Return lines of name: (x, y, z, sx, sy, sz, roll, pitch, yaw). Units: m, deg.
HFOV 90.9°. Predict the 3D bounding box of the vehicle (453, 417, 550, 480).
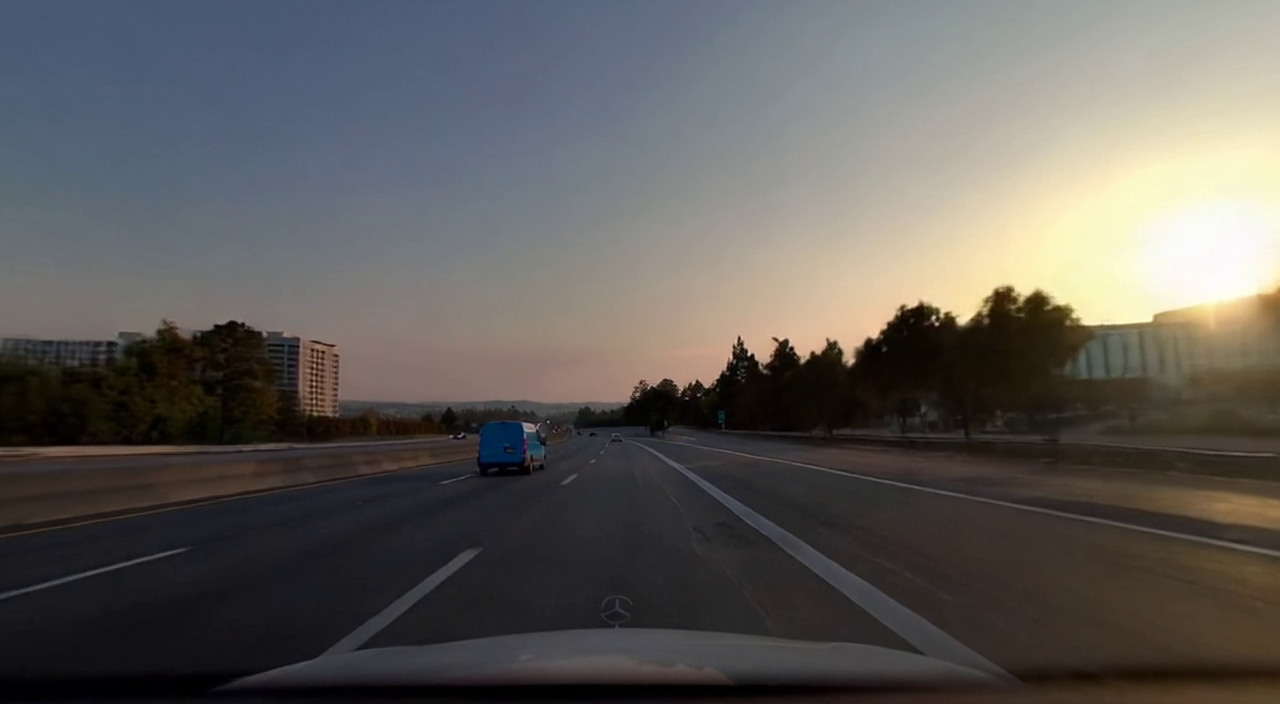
vehicle: (-4.396, 3.149, 20.870, 2.219, 1.827, 4.738, 0, -8, -1)
